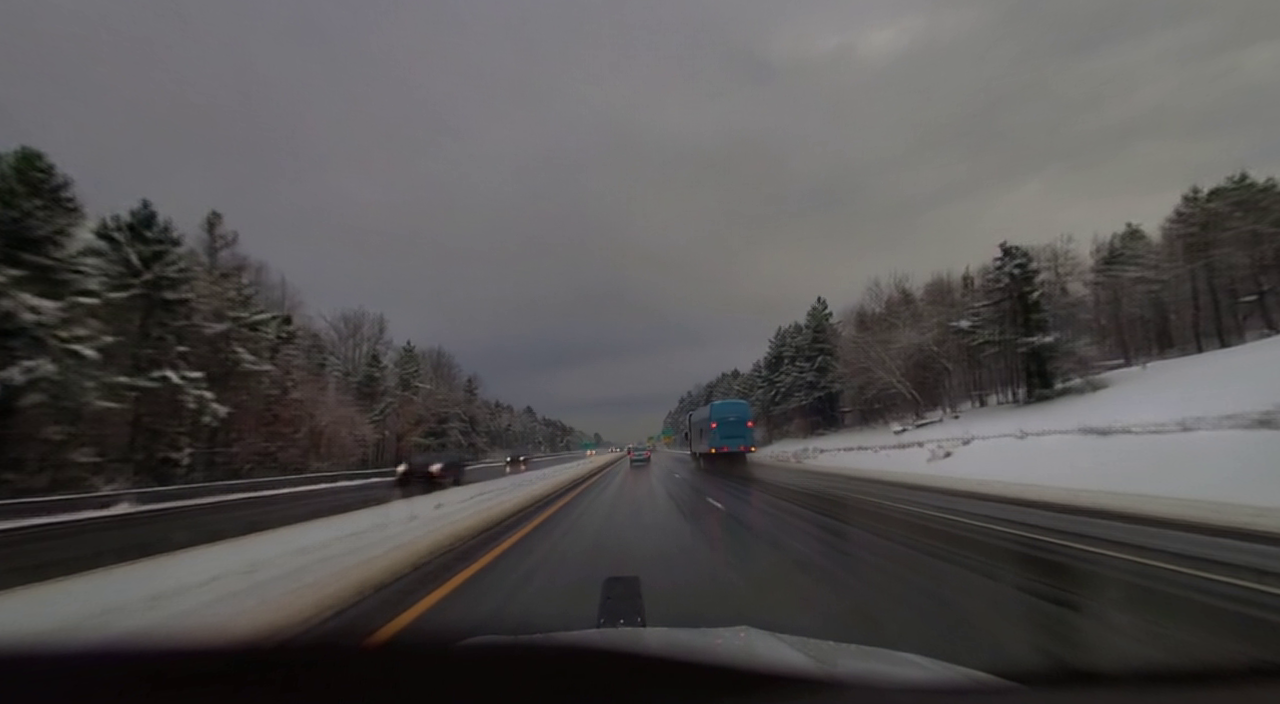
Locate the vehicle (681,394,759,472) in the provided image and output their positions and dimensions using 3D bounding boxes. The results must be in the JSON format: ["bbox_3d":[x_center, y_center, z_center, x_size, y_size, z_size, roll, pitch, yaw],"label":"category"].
[{"bbox_3d":[4.708,5.408,40.706,2.939,4.129,14.300,0,-9,-1],"label":"vehicle"}]

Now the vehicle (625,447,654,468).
[{"bbox_3d":[-0.069,7.231,43.285,1.926,1.386,3.615,0,-9,-1],"label":"vehicle"}]

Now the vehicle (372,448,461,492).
[{"bbox_3d":[-8.704,4.583,24.936,1.920,1.564,4.208,0,-9,0],"label":"vehicle"}]
